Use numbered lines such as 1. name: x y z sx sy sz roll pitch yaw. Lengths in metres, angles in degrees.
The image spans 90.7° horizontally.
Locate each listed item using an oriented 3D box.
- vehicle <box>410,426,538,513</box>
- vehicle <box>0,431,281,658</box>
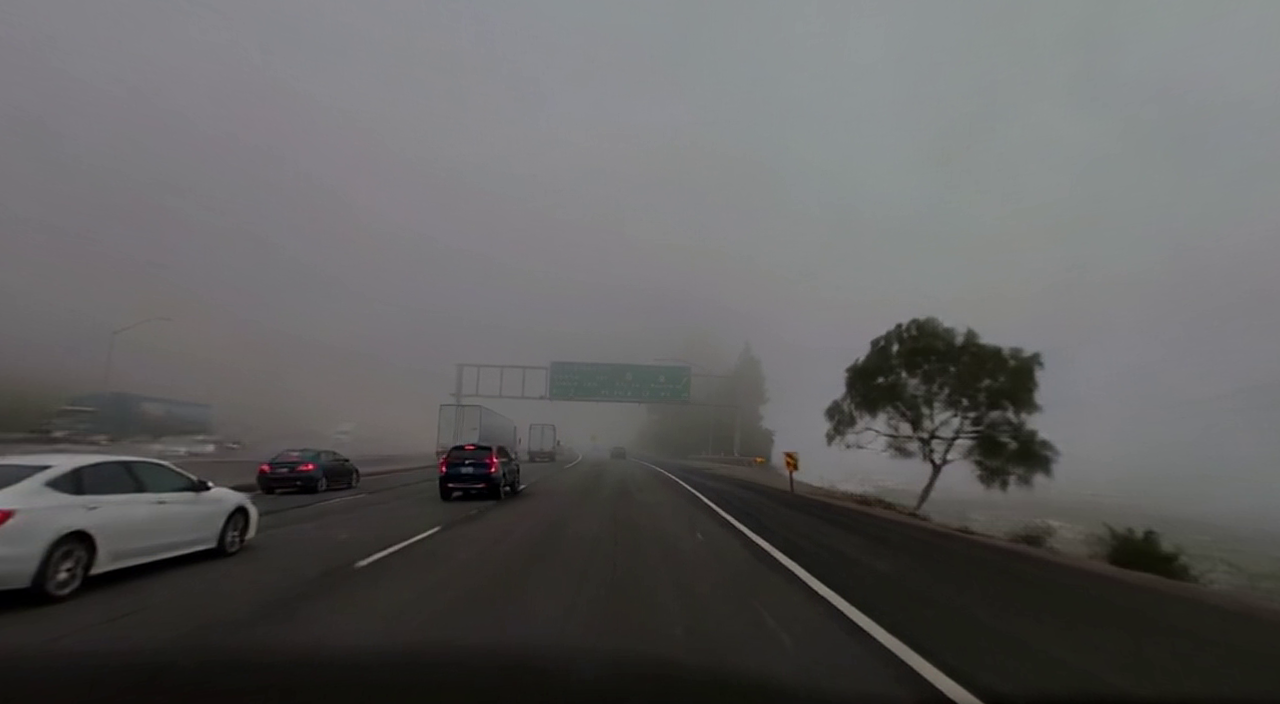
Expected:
1. vehicle: -3.888 2.838 15.867 2.093 1.785 5.303 0 -8 -4
2. vehicle: -5.133 1.393 5.071 1.932 1.445 4.625 0 -8 -2
